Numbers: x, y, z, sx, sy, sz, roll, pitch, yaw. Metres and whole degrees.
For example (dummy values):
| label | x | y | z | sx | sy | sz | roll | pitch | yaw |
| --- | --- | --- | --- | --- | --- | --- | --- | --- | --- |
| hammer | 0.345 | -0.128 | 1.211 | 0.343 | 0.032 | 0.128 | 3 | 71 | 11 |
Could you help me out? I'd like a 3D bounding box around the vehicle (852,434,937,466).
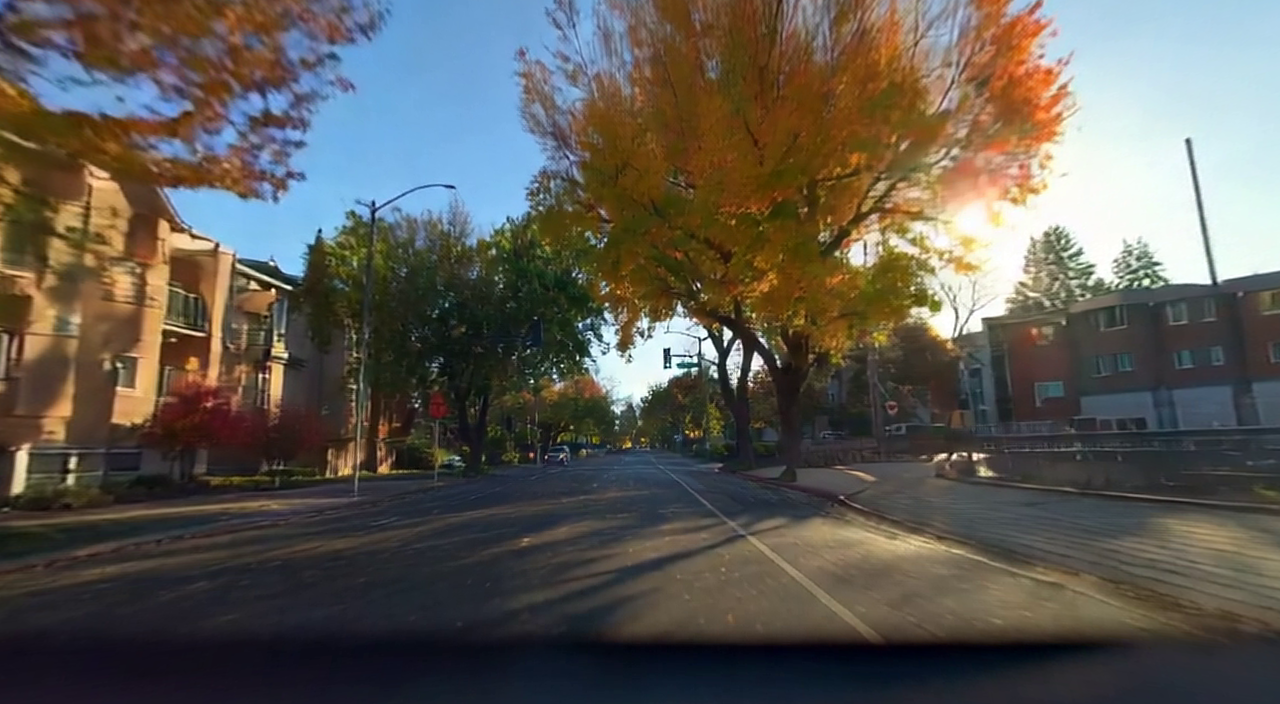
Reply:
| label | x | y | z | sx | sy | sz | roll | pitch | yaw |
| --- | --- | --- | --- | --- | --- | --- | --- | --- | --- |
| vehicle | 14.503 | 5.636 | 36.288 | 4.365 | 1.702 | 1.897 | -3 | -9 | 18 |
